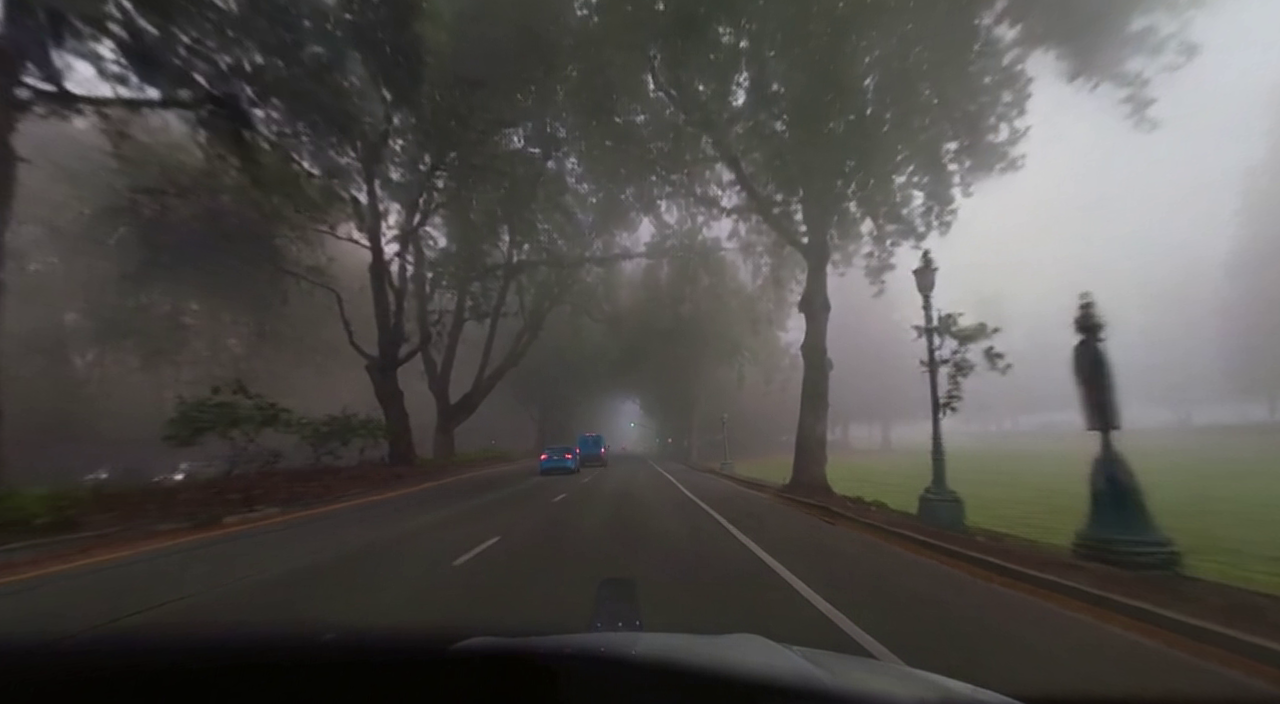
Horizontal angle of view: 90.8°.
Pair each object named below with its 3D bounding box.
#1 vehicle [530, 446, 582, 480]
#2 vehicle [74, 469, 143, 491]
[{"bbox_3d":[-3.970,5.292,30.371,2.009,1.473,4.028,0,-9,-1],"label":"vehicle"},{"bbox_3d":[-36.898,8.900,43.972,1.599,1.391,3.650,1,-10,0],"label":"vehicle"}]
